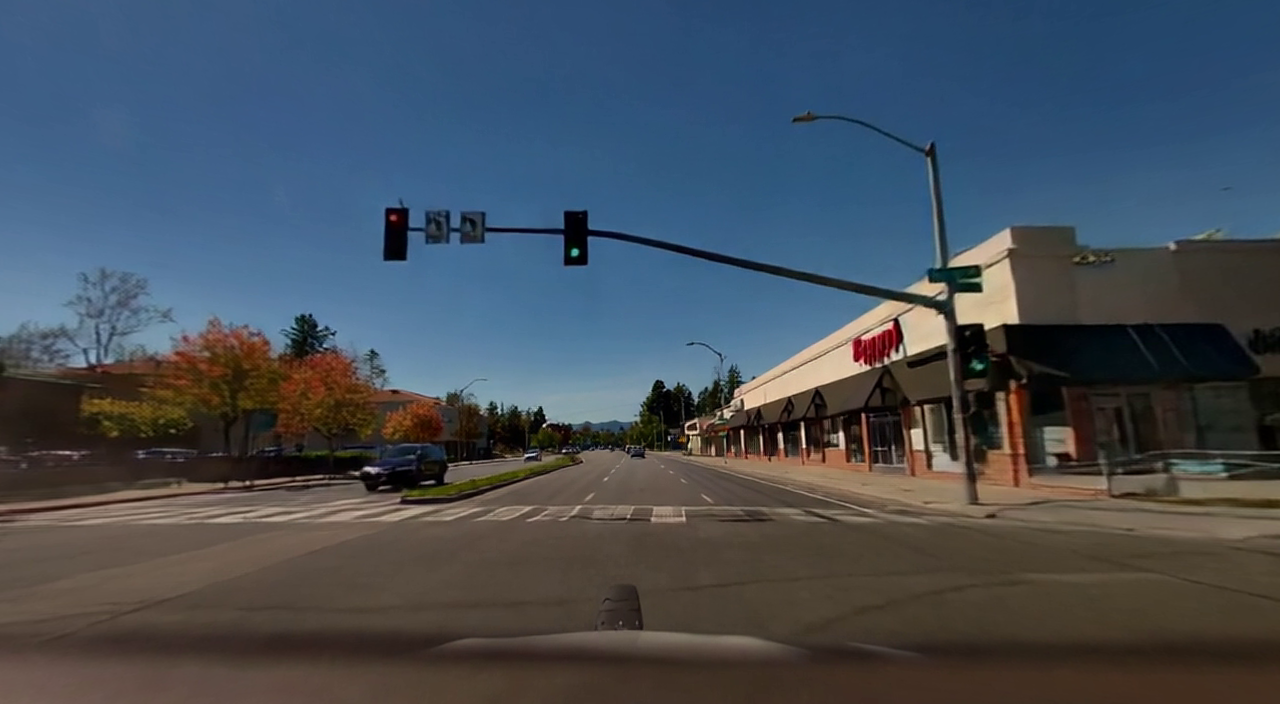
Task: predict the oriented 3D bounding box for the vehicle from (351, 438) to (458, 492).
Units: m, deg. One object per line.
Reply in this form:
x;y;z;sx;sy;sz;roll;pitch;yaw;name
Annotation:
-7.731;3.807;21.260;2.011;1.490;4.472;-3;-10;-2;vehicle
